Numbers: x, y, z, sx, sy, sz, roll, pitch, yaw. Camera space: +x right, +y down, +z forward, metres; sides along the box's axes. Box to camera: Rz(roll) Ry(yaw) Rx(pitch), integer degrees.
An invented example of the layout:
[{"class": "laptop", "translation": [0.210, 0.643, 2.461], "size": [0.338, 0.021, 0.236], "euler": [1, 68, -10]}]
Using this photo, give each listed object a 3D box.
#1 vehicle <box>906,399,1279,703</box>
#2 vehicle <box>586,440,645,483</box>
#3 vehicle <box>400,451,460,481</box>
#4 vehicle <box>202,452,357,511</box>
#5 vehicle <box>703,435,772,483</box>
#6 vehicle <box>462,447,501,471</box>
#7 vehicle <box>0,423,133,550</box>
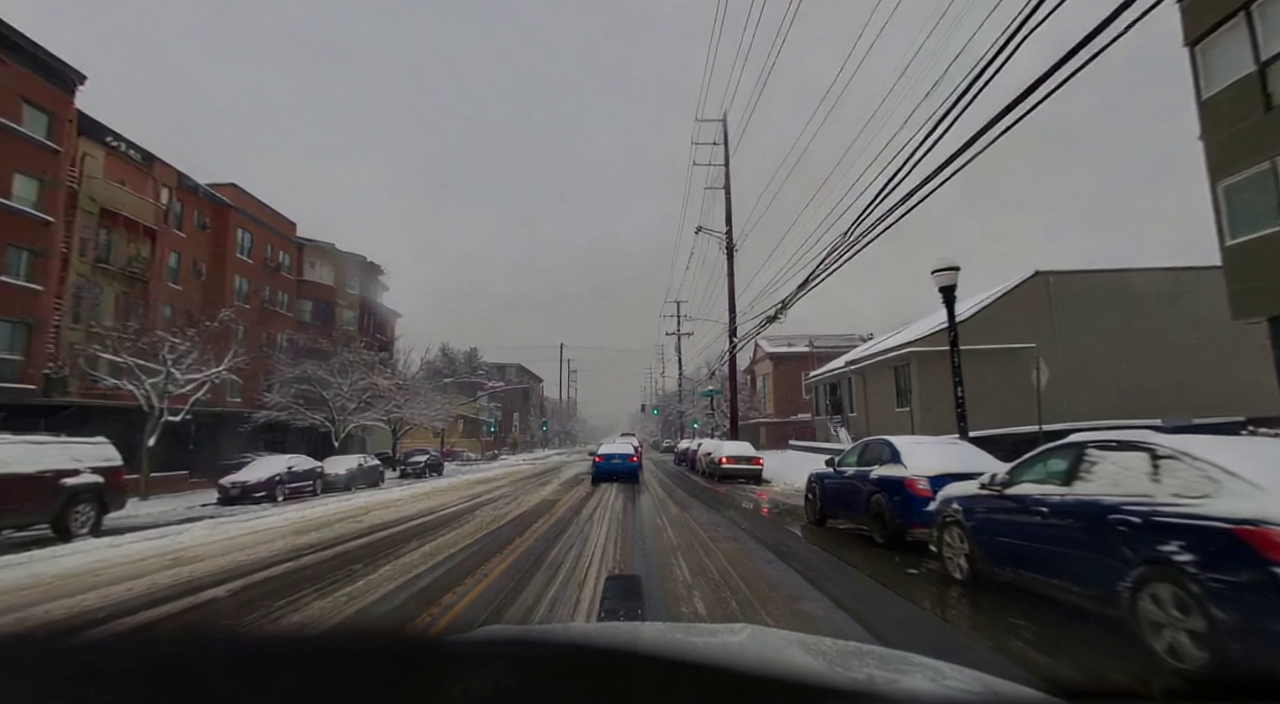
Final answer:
[{"class": "vehicle", "translation": [4.017, 1.315, 4.945], "size": [1.941, 1.575, 4.315], "euler": [0, -9, 0]}, {"class": "vehicle", "translation": [-0.849, 4.087, 23.844], "size": [2.019, 1.453, 4.603], "euler": [0, -9, 0]}, {"class": "vehicle", "translation": [-12.014, 6.505, 36.404], "size": [1.868, 1.491, 4.367], "euler": [-4, -9, 1]}, {"class": "vehicle", "translation": [-11.968, 4.299, 21.564], "size": [2.242, 1.534, 5.414], "euler": [-4, -9, -1]}, {"class": "vehicle", "translation": [3.738, 4.201, 25.068], "size": [1.967, 1.721, 4.410], "euler": [0, -9, -1]}, {"class": "vehicle", "translation": [-12.071, 8.160, 48.326], "size": [2.011, 1.687, 4.079], "euler": [-2, -9, -2]}, {"class": "vehicle", "translation": [-11.833, 2.312, 10.375], "size": [2.312, 2.106, 5.718], "euler": [-5, -9, 0]}]
